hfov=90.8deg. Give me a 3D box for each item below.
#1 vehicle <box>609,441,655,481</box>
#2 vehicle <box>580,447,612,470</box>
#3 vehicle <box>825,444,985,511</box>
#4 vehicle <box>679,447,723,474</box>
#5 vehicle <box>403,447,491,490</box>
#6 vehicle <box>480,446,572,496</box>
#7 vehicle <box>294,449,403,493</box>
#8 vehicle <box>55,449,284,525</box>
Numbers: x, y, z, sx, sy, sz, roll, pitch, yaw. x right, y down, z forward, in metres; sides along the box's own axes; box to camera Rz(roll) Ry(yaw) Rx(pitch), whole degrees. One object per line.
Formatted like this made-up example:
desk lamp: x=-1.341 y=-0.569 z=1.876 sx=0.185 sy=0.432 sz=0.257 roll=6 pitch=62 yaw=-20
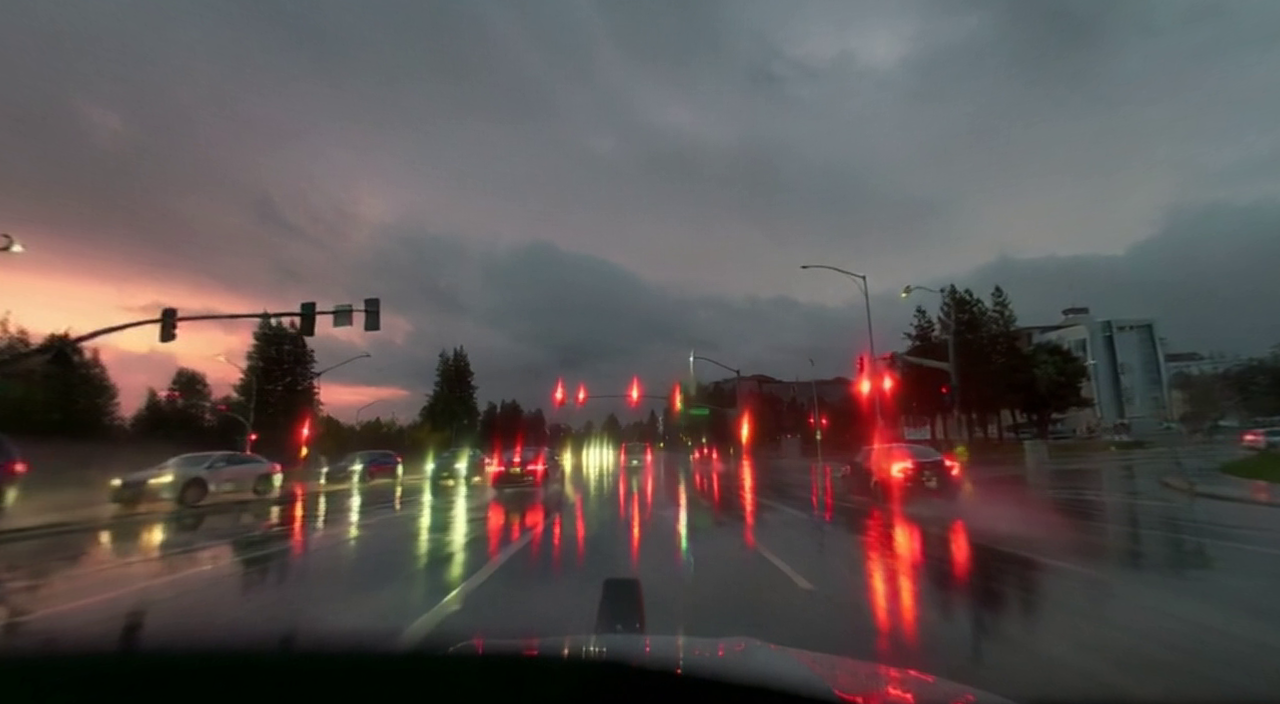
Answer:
vehicle: x=-0.335 y=5.071 z=29.764 sx=2.008 sy=1.716 sz=4.125 roll=0 pitch=-8 yaw=0
vehicle: x=-3.063 y=7.546 z=44.865 sx=2.002 sy=1.502 sz=4.057 roll=0 pitch=-8 yaw=0
vehicle: x=6.457 y=3.083 z=16.114 sx=2.028 sy=1.451 sz=4.625 roll=0 pitch=-8 yaw=-1
vehicle: x=3.419 y=6.180 z=36.317 sx=2.014 sy=1.430 sz=4.103 roll=0 pitch=-8 yaw=-2
vehicle: x=-7.445 y=4.508 z=24.915 sx=2.013 sy=1.488 sz=4.596 roll=0 pitch=-8 yaw=0
vehicle: x=-3.691 y=3.928 z=21.332 sx=2.163 sy=1.474 sz=4.413 roll=0 pitch=-8 yaw=2
vehicle: x=-10.968 y=4.479 z=24.156 sx=2.047 sy=1.479 sz=4.228 roll=0 pitch=-8 yaw=2
vehicle: x=-10.727 y=3.057 z=14.971 sx=1.924 sy=1.479 sz=4.508 roll=0 pitch=-8 yaw=1
